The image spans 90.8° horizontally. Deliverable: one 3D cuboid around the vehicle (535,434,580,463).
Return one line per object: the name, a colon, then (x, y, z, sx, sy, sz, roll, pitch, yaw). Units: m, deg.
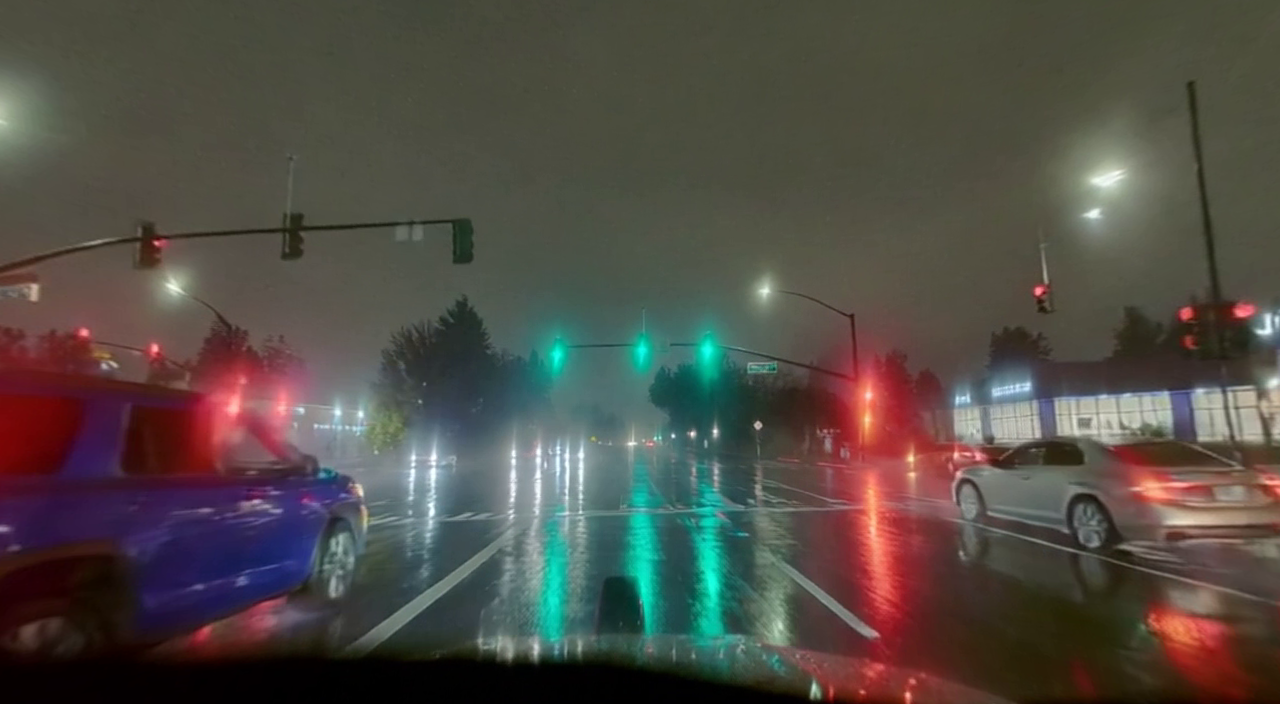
vehicle: (-5.459, 6.462, 42.299, 2.384, 1.787, 5.038, 0, -8, -1)

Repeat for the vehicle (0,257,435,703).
vehicle: (-3.366, 0.964, 4.325, 2.313, 1.883, 5.016, 0, -8, -1)

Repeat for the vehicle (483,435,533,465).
vehicle: (-8.480, 6.360, 41.001, 2.273, 1.791, 4.809, 0, -8, -1)

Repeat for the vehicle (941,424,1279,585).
vehicle: (6.159, 1.769, 8.318, 1.972, 1.476, 4.775, 0, -8, -1)

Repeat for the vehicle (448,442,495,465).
vehicle: (-11.405, 6.902, 43.093, 2.003, 1.476, 4.082, 0, -8, 1)
